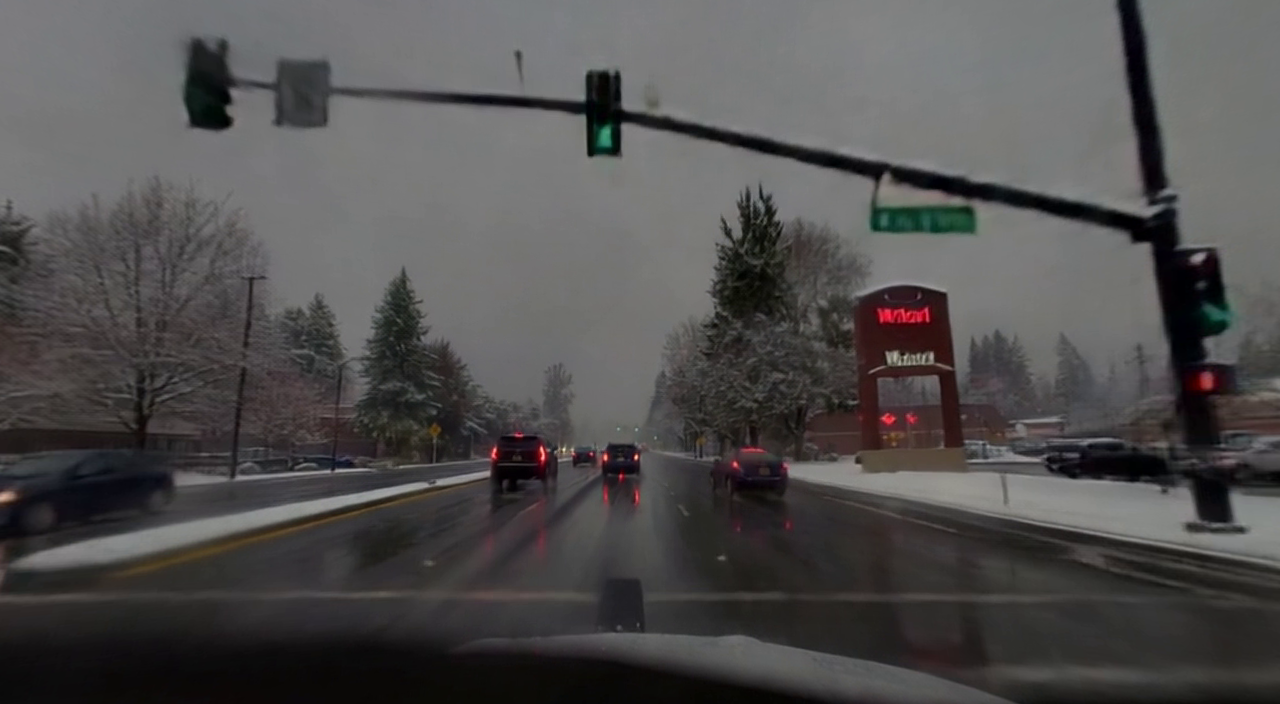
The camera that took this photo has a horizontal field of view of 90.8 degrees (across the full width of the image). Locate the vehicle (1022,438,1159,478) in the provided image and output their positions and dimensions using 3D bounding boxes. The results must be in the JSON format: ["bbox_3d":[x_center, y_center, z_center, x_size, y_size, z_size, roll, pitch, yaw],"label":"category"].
[{"bbox_3d":[18.528,4.357,26.129,4.107,1.540,1.994,0,-9,-1],"label":"vehicle"}]

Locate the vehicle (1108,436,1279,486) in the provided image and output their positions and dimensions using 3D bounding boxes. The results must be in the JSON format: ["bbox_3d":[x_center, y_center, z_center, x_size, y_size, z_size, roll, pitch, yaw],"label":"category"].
[{"bbox_3d":[18.395,3.586,20.926,4.216,1.562,1.946,0,-9,-2],"label":"vehicle"}]

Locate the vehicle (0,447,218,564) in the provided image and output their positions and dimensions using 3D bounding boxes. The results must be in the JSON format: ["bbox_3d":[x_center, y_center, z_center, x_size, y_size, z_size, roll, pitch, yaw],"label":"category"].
[{"bbox_3d":[-9.190,2.328,10.176,1.867,1.427,4.371,-3,-8,-1],"label":"vehicle"}]

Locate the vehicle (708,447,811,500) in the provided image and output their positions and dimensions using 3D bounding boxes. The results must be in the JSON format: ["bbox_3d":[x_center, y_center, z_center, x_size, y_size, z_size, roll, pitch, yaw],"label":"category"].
[{"bbox_3d":[3.593,3.729,19.916,2.207,1.447,4.418,0,-9,-2],"label":"vehicle"}]

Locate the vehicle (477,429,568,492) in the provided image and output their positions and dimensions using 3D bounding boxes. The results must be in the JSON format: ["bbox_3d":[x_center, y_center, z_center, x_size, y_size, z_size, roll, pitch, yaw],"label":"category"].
[{"bbox_3d":[-4.113,3.920,23.241,2.252,1.999,5.605,0,-8,0],"label":"vehicle"}]

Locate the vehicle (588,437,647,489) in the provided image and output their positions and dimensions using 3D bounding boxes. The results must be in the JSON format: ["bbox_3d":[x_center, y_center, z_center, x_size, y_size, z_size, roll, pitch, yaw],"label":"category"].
[{"bbox_3d":[-0.804,4.196,24.206,2.061,1.809,4.141,0,-8,0],"label":"vehicle"}]
